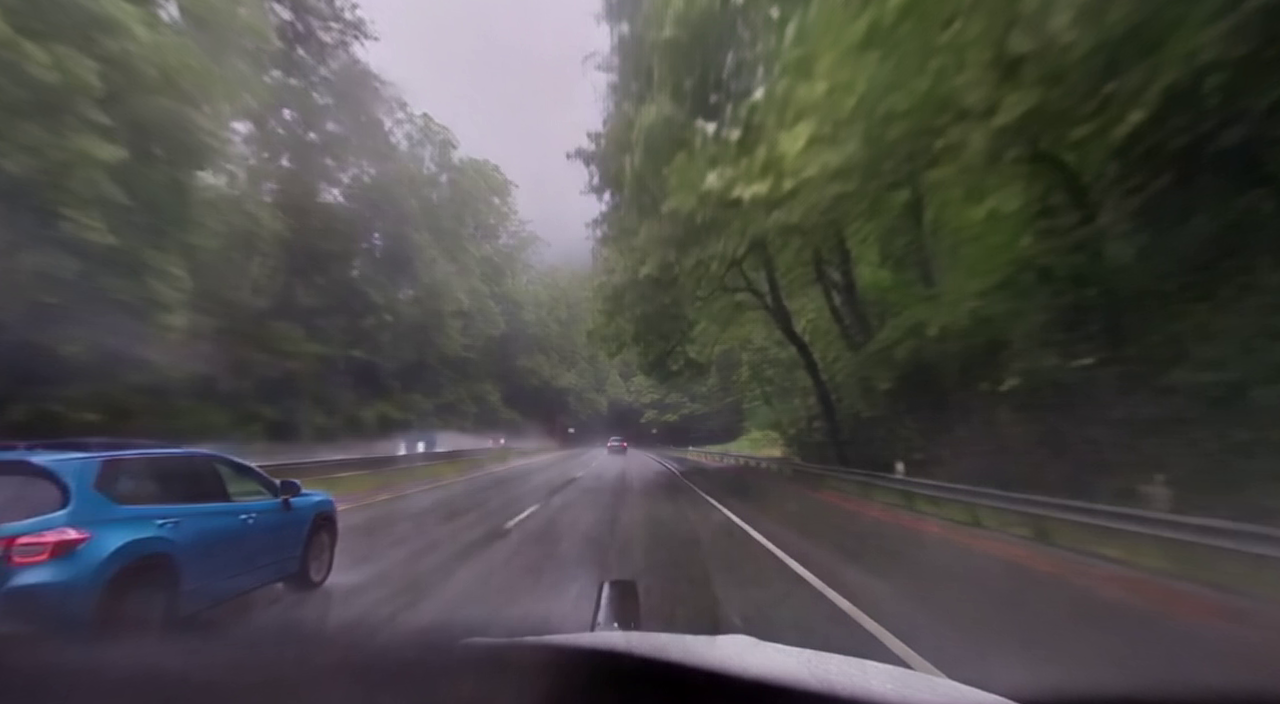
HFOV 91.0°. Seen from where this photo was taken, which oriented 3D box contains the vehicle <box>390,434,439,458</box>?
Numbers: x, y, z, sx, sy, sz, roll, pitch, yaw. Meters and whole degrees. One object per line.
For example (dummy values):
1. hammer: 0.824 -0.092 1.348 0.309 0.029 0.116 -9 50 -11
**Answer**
1. vehicle: -16.016 6.684 44.864 1.989 1.617 4.293 -1 -8 -2
